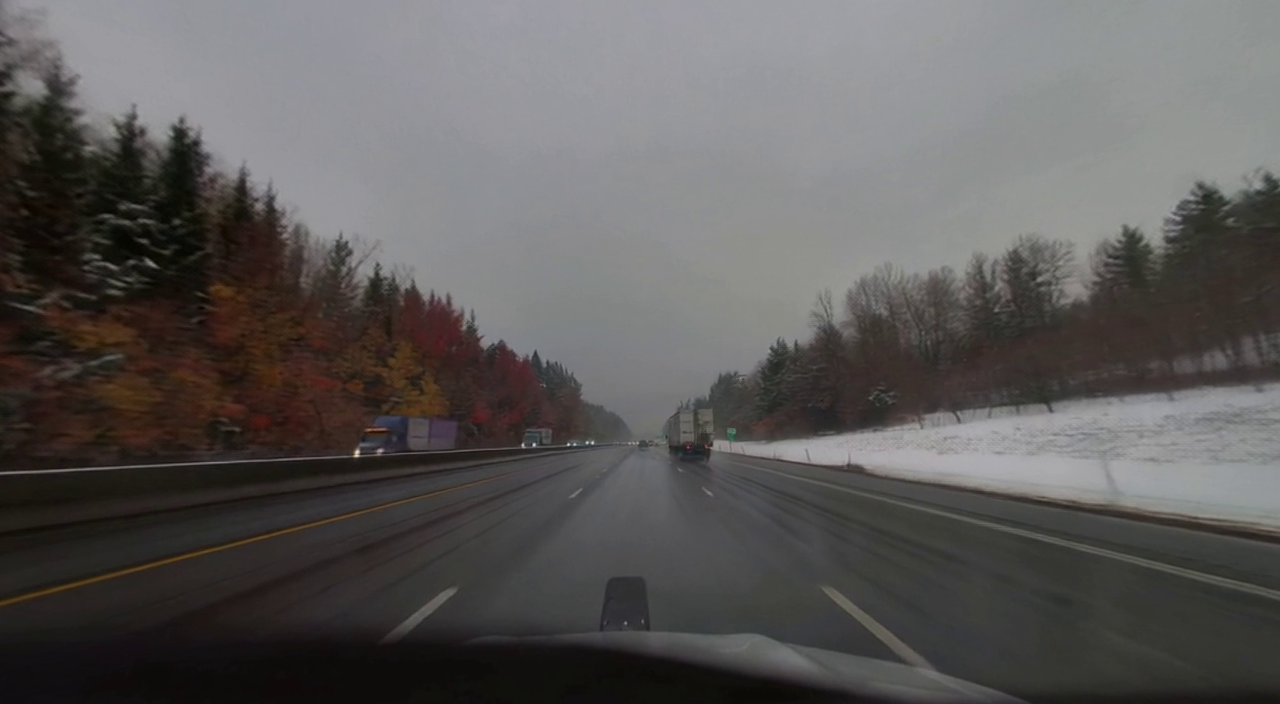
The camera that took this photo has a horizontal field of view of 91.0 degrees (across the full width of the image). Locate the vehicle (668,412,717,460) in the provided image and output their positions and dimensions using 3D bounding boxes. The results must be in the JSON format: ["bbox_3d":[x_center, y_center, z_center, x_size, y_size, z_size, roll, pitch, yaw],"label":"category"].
[{"bbox_3d":[3.996,6.709,49.966,2.932,3.425,7.941,0,-8,-2],"label":"vehicle"}]

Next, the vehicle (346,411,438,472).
[{"bbox_3d":[-19.197,7.079,49.650,2.923,4.256,10.164,0,-8,1],"label":"vehicle"}]
